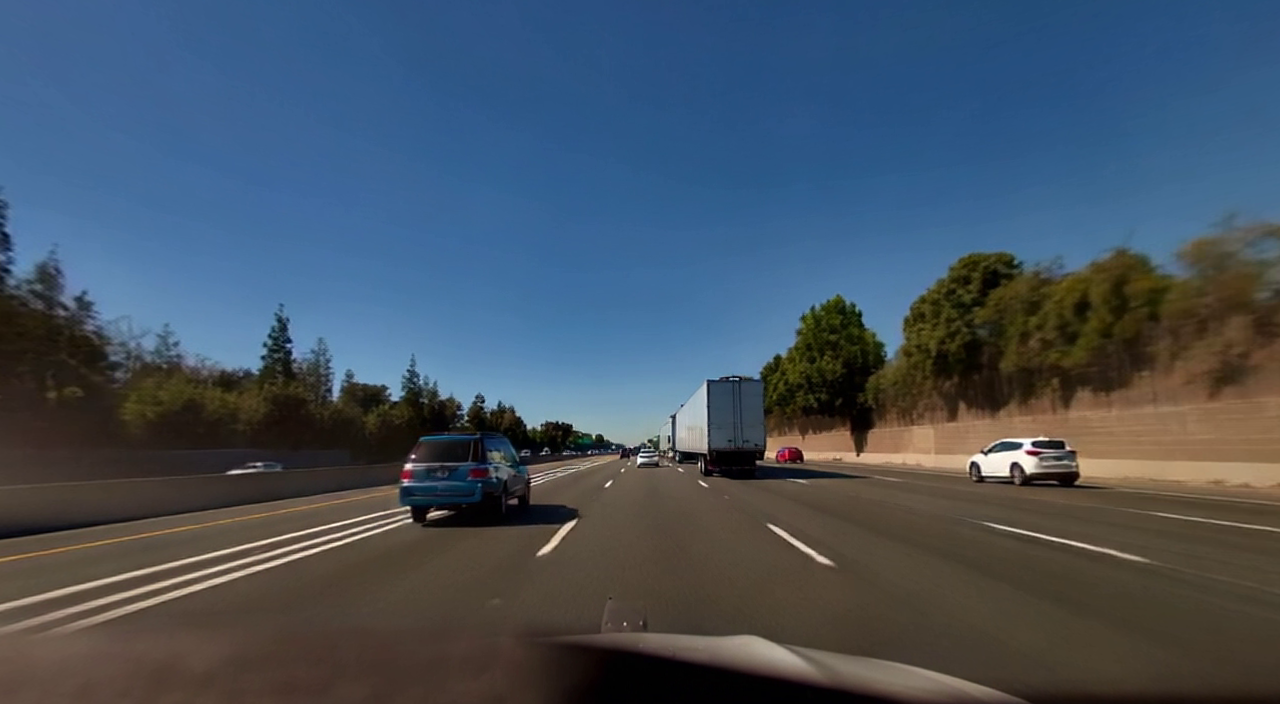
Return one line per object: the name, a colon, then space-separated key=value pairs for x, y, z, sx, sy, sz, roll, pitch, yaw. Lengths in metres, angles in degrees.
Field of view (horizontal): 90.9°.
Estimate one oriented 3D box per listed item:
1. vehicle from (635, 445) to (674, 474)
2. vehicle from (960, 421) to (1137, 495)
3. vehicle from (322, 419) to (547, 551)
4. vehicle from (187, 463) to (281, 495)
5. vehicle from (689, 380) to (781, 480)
vehicle: x=0.746 y=5.961 z=35.119 sx=2.063 sy=1.469 sz=4.208 roll=0 pitch=-9 yaw=0
vehicle: x=11.261 y=2.961 z=17.860 sx=2.041 sy=1.824 sz=4.376 roll=0 pitch=-9 yaw=0
vehicle: x=-3.123 y=2.148 z=10.872 sx=2.237 sy=1.745 sz=4.575 roll=-1 pitch=-9 yaw=1
vehicle: x=-23.163 y=7.243 z=36.257 sx=2.218 sy=1.525 sz=4.738 roll=-1 pitch=-9 yaw=1
vehicle: x=4.384 y=4.158 z=32.333 sx=2.821 sy=4.077 sz=12.562 roll=0 pitch=-9 yaw=0
